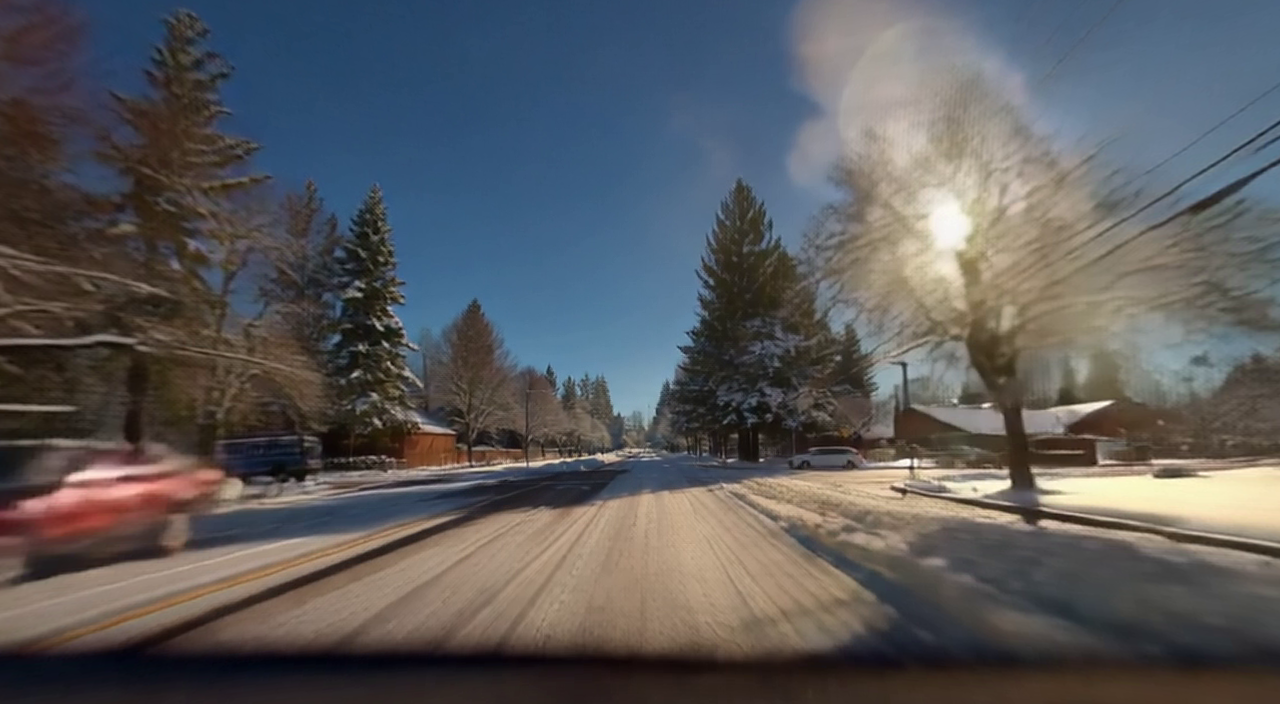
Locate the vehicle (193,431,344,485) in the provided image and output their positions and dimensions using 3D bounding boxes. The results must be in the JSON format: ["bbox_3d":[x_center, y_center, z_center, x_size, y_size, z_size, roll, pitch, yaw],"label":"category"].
[{"bbox_3d":[-20.503,5.895,35.069,6.794,2.863,2.387,0,-9,1],"label":"vehicle"}]

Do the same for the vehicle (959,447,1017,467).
[{"bbox_3d":[27.330,8.221,49.642,1.787,1.465,4.681,0,-9,-2],"label":"vehicle"}]

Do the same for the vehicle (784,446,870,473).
[{"bbox_3d":[11.436,6.604,38.789,4.565,1.600,2.023,1,-9,-5],"label":"vehicle"}]

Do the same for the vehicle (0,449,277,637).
[{"bbox_3d":[-6.505,1.887,7.005,2.163,1.588,4.509,0,-9,1],"label":"vehicle"}]
